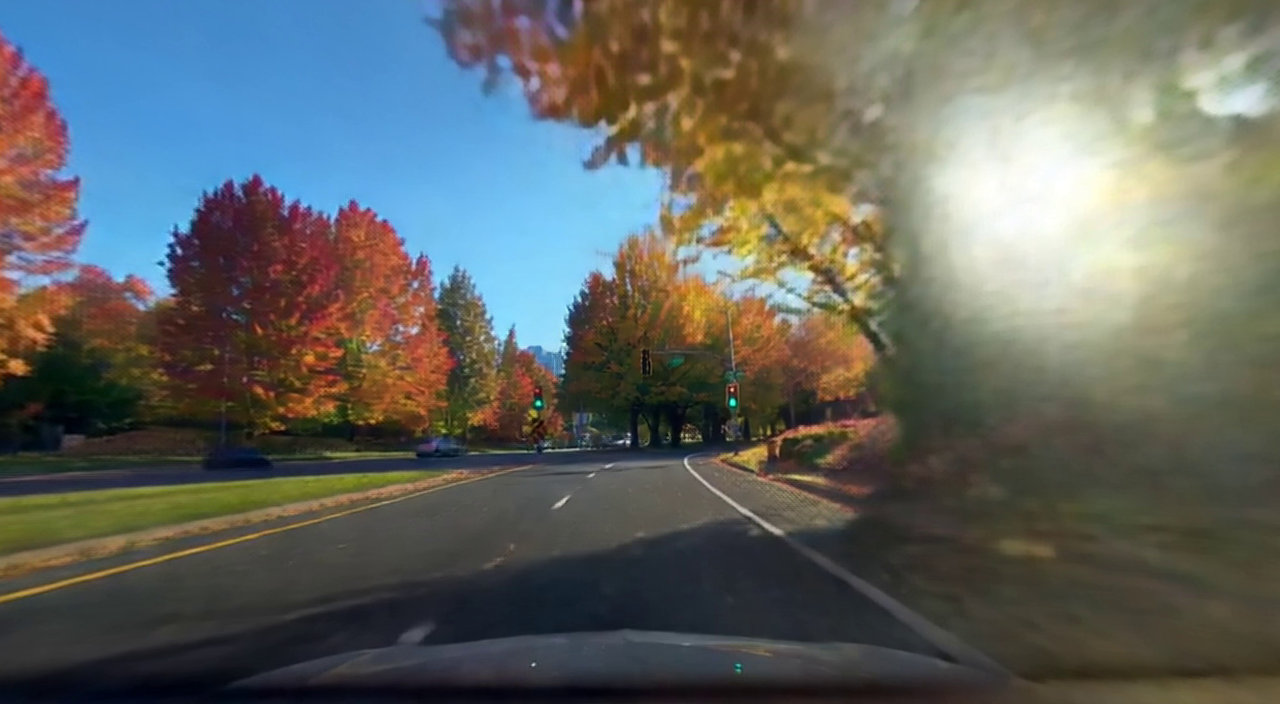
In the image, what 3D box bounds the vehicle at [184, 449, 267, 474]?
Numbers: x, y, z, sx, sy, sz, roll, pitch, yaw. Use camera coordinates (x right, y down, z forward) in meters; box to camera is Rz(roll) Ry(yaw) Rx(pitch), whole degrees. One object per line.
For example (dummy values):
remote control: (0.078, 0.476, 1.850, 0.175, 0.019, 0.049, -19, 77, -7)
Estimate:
vehicle: (-27.692, 7.294, 42.215, 1.865, 1.518, 4.231, -3, -9, 19)
